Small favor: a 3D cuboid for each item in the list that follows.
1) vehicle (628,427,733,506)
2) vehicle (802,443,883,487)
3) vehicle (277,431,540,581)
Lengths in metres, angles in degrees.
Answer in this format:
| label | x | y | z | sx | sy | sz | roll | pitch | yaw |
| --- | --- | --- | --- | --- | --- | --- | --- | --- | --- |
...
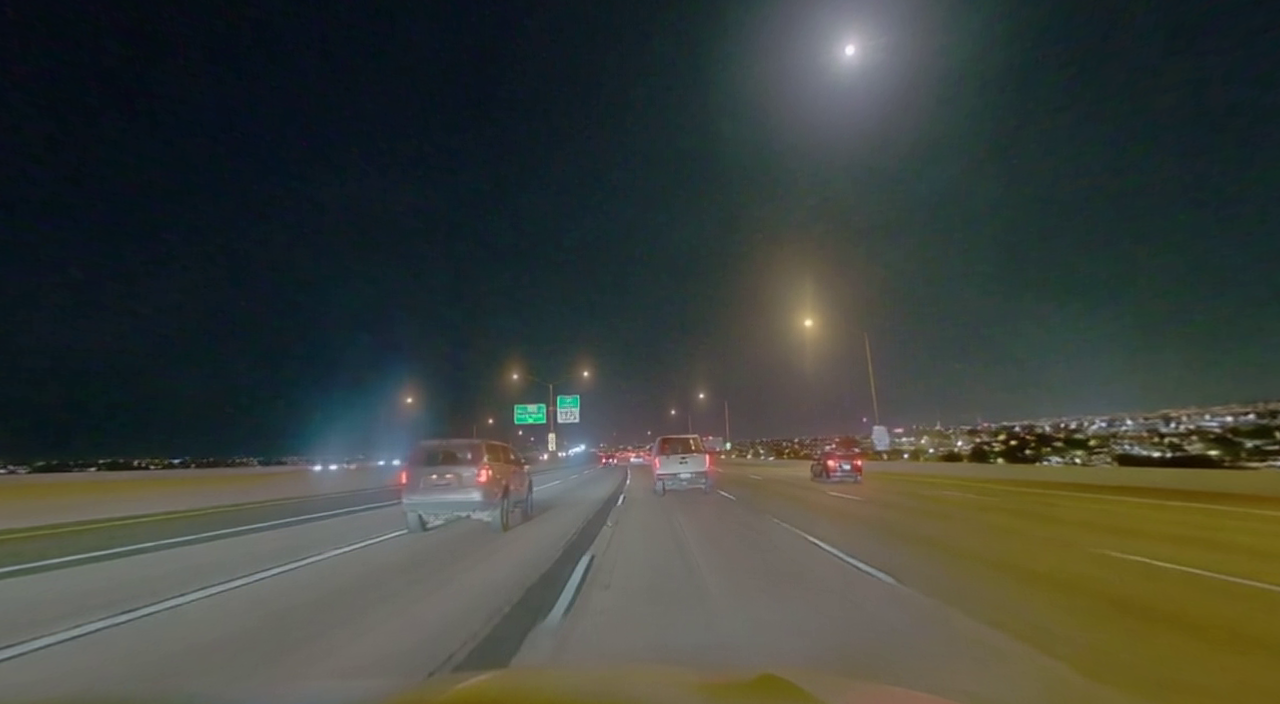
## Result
| label | x | y | z | sx | sy | sz | roll | pitch | yaw |
| --- | --- | --- | --- | --- | --- | --- | --- | --- | --- |
| vehicle | 1.075 | 3.456 | 19.449 | 2.732 | 2.065 | 5.826 | 0 | -9 | 0 |
| vehicle | 8.947 | 5.006 | 28.211 | 2.133 | 1.770 | 4.537 | 0 | -9 | 0 |
| vehicle | -2.904 | 2.019 | 9.082 | 2.099 | 1.640 | 4.134 | 0 | -9 | 2 |
